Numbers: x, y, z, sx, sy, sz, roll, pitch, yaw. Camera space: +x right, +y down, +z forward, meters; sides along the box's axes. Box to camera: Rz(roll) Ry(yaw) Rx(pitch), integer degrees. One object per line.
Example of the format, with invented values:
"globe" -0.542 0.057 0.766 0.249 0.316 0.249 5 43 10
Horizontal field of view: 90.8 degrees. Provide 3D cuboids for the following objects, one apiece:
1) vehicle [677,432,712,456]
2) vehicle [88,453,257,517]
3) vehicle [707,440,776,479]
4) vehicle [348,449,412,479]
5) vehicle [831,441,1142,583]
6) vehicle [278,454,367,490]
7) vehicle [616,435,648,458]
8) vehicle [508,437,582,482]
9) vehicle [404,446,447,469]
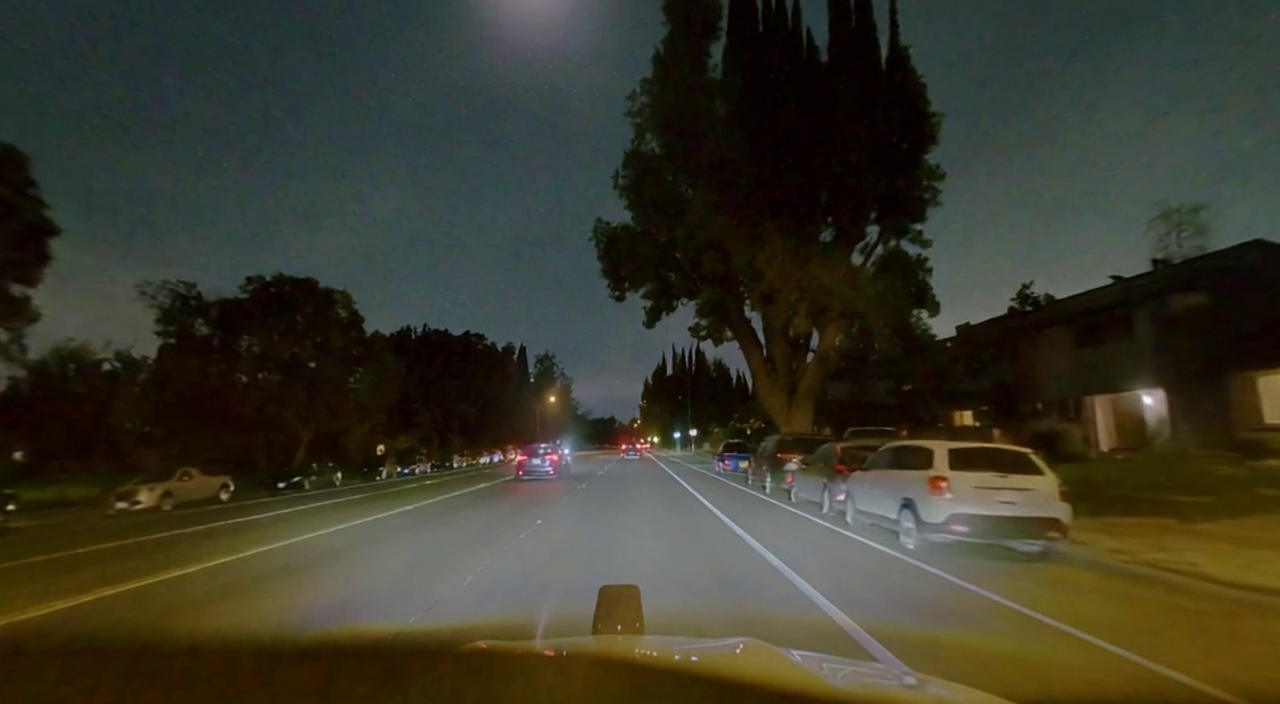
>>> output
"vehicle" 4.165 7.103 48.719 2.139 1.794 4.743 0 -8 -2
"vehicle" -14.700 4.156 20.292 1.914 1.747 4.550 0 -8 0
"vehicle" 4.175 4.522 26.854 1.928 1.479 5.069 0 -8 -2
"vehicle" -14.673 6.316 35.955 1.830 1.511 4.734 0 -8 -2
"vehicle" 4.280 1.995 8.825 1.890 1.459 4.371 0 -8 1
"vehicle" -14.699 5.544 29.581 1.827 1.480 4.738 0 -8 -1
"vehicle" -0.516 6.521 43.478 2.088 1.495 4.048 0 -8 0
"vehicle" -3.387 3.943 23.429 2.027 1.477 4.413 0 -8 1
"vehicle" -14.822 7.309 43.815 1.703 1.486 3.862 0 -8 -1
